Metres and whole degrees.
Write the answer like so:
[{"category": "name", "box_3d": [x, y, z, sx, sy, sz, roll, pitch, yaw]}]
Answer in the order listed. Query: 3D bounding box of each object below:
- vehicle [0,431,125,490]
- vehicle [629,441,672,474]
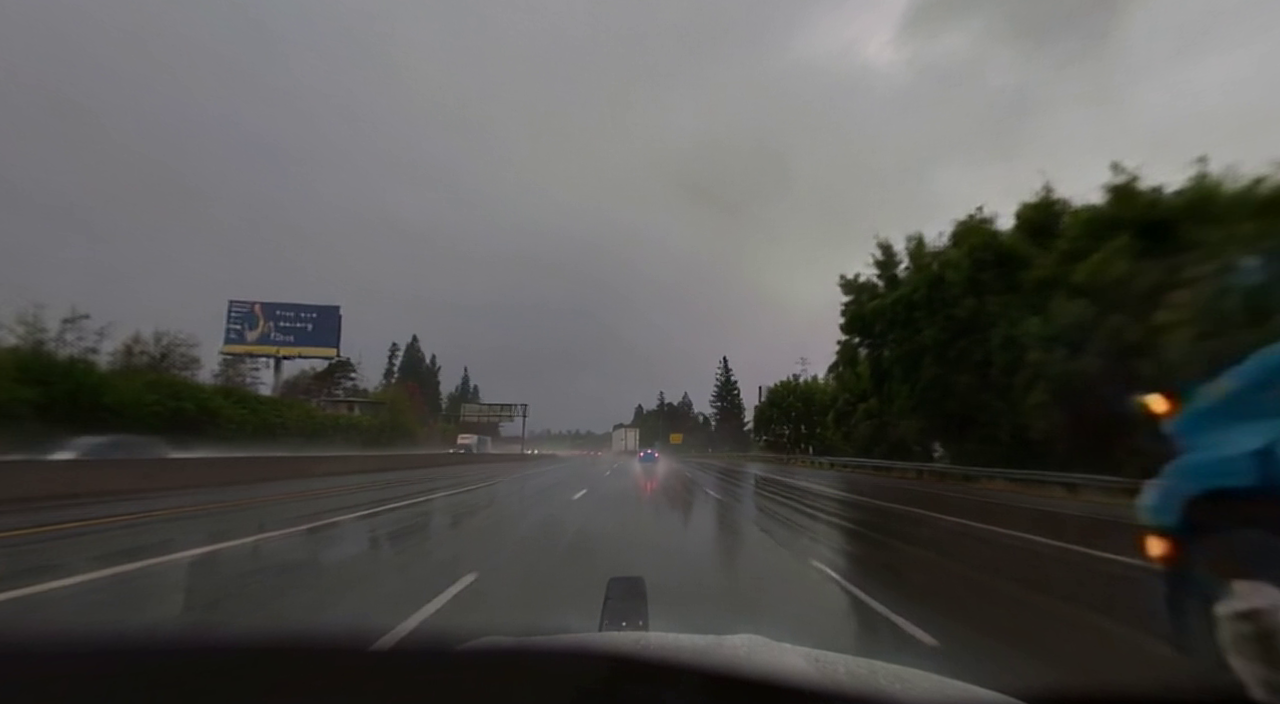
[{"category": "vehicle", "box_3d": [-17.882, 3.115, 18.373, 1.885, 1.542, 4.520, 0, -8, 1]}, {"category": "vehicle", "box_3d": [0.451, 5.246, 31.641, 2.042, 1.528, 4.300, 0, -8, -1]}]
